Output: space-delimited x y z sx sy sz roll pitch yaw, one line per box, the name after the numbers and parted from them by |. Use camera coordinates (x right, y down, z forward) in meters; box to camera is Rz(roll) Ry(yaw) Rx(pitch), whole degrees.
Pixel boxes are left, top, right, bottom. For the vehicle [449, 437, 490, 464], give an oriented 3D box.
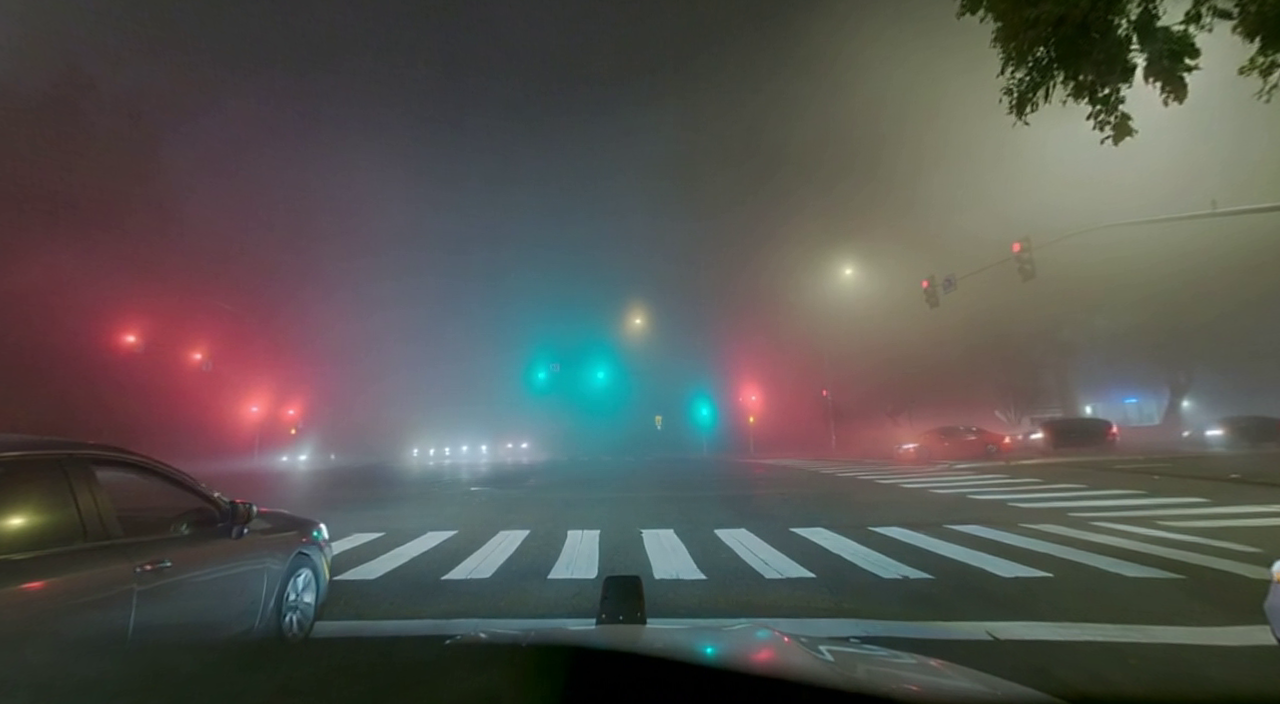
-12.797 7.412 47.603 2.051 1.715 4.346 -2 -6 -2 | vehicle

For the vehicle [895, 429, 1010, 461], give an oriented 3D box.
15.554 4.643 31.619 4.660 1.495 2.007 0 -8 -2 | vehicle

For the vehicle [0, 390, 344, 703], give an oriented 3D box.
-3.068 0.886 2.153 1.919 1.478 4.720 0 -8 -1 | vehicle

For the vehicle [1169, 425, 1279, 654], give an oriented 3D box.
4.940 0.982 2.559 1.949 1.449 4.530 -1 -8 5 | vehicle

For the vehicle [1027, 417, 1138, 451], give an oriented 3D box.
24.485 4.547 35.087 4.611 1.797 2.096 0 -8 -2 | vehicle
